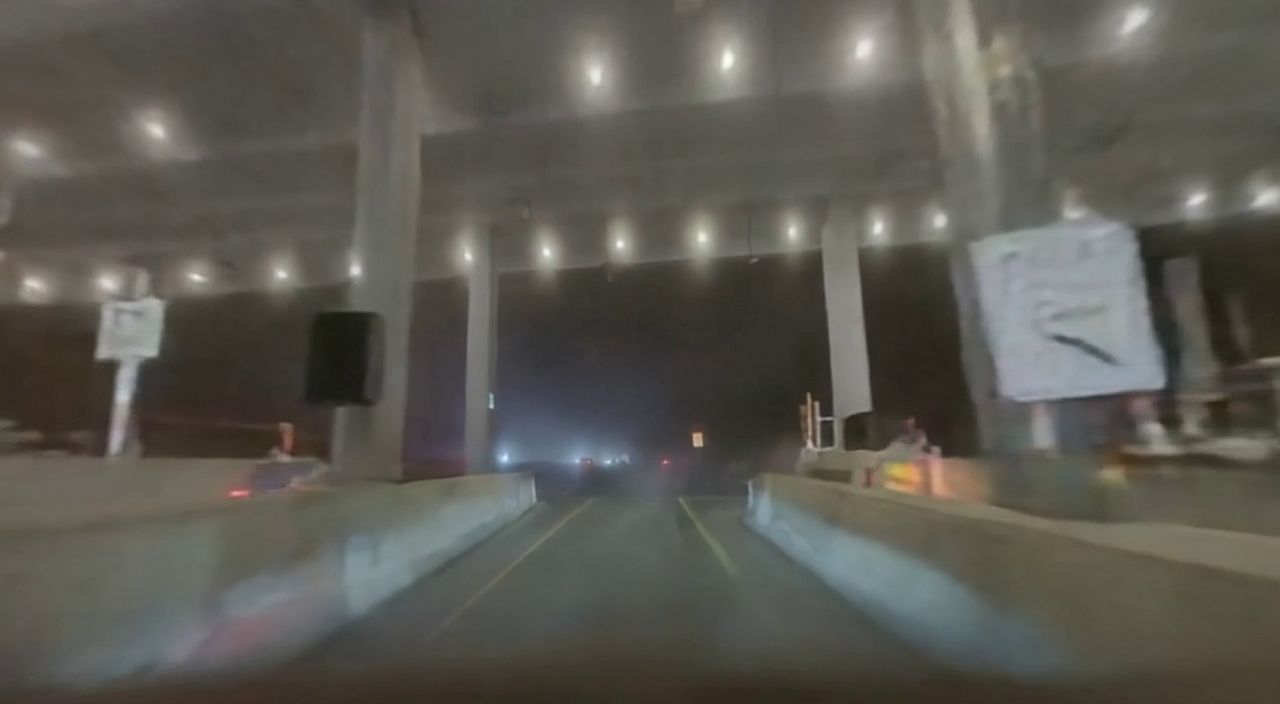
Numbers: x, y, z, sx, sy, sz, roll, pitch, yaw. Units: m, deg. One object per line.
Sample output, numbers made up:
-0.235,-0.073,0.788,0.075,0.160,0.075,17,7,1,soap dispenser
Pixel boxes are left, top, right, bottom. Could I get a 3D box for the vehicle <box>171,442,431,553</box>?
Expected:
-5.282,2.306,10.699,1.981,1.465,4.334,0,-9,0,vehicle
